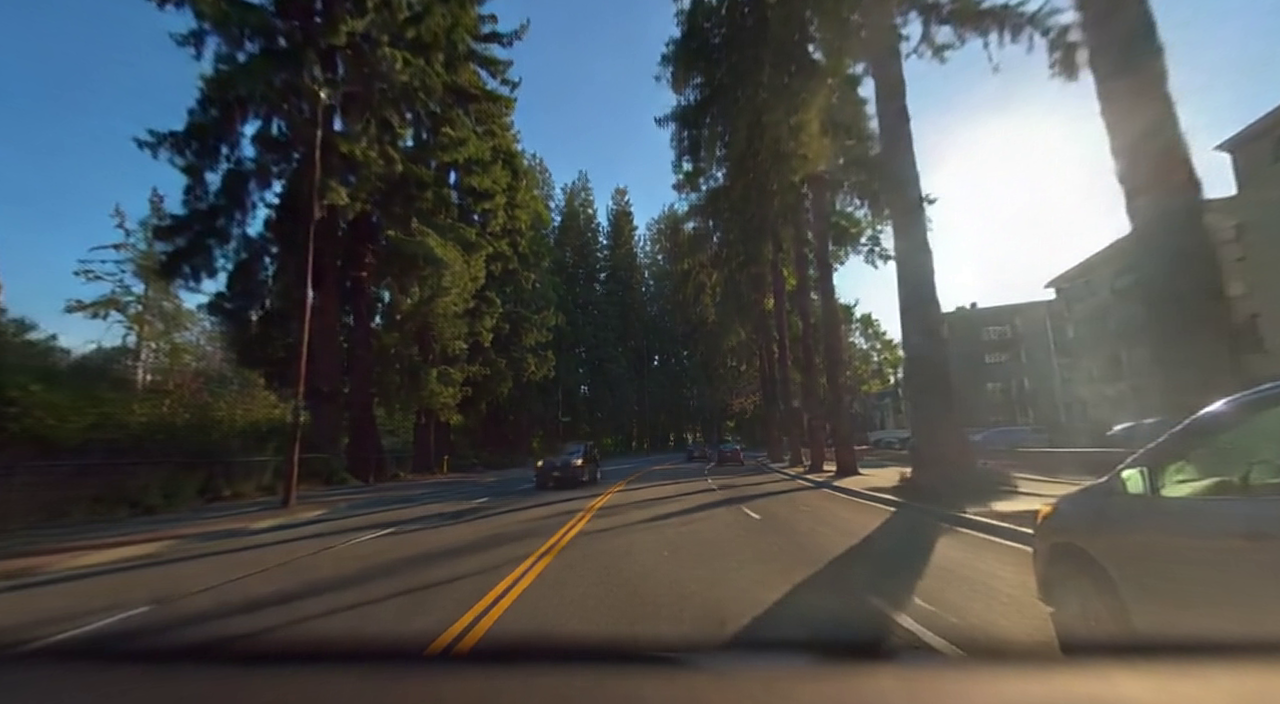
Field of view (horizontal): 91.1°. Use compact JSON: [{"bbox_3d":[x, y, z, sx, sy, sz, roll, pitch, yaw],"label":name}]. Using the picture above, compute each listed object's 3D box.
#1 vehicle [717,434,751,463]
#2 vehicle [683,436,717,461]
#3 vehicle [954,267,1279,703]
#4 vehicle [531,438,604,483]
[{"bbox_3d":[6.220,6.404,41.815,2.069,1.791,4.422,-1,-8,8],"label":"vehicle"},{"bbox_3d":[4.780,7.598,49.585,2.158,1.852,4.485,-2,-9,11],"label":"vehicle"},{"bbox_3d":[3.229,0.595,1.620,2.219,1.881,5.104,0,-8,1],"label":"vehicle"},{"bbox_3d":[-2.636,4.069,23.873,1.958,1.538,4.081,-1,-8,5],"label":"vehicle"}]
